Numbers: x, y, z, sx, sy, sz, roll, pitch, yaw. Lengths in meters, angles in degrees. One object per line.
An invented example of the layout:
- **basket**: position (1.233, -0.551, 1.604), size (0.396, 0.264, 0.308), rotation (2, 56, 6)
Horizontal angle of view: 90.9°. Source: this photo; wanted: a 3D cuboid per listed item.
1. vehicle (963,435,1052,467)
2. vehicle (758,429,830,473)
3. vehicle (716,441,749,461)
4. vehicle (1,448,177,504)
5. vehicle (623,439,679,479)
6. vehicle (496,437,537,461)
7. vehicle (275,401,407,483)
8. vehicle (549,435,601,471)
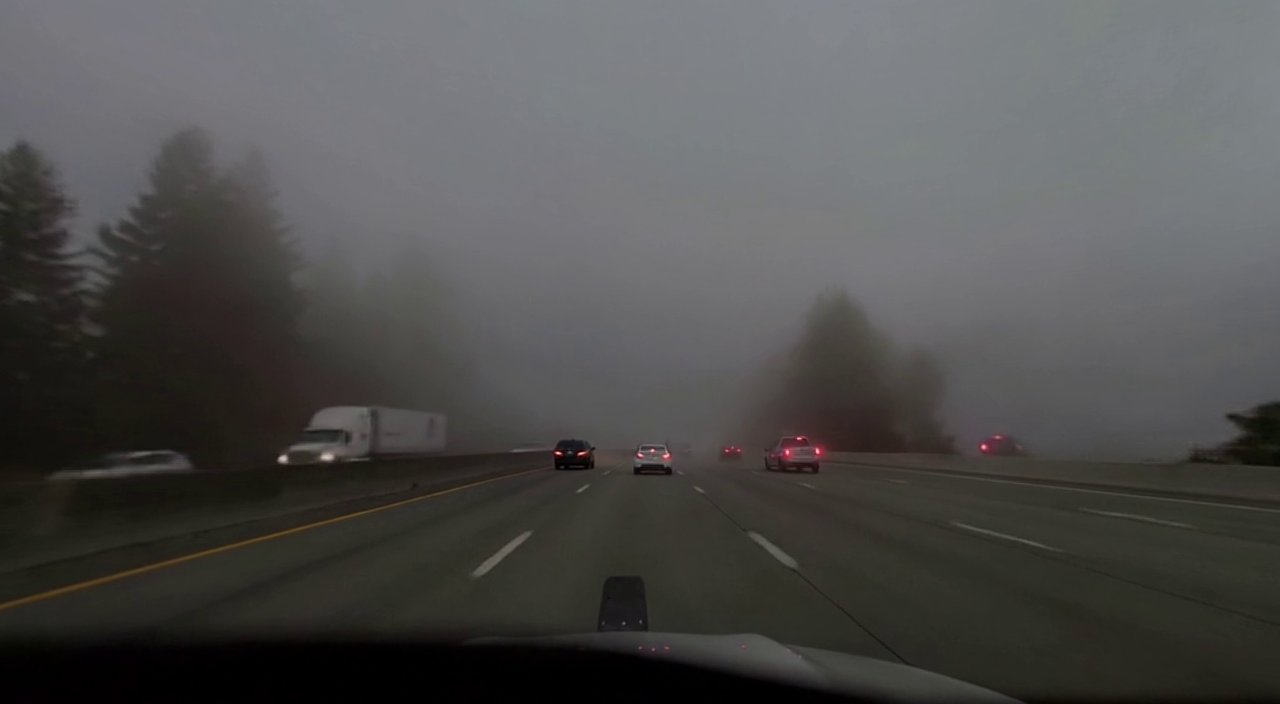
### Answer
- **vehicle**: position (20.731, 5.615, 35.862), size (1.912, 1.652, 4.601), rotation (1, -9, -6)
- **vehicle**: position (7.265, 4.752, 30.334), size (2.094, 1.916, 5.099), rotation (0, -9, 0)
- **vehicle**: position (7.270, 7.836, 49.967), size (1.894, 1.511, 4.148), rotation (0, -9, -1)
- **vehicle**: position (-19.596, 4.372, 22.801), size (1.973, 1.775, 4.772), rotation (0, -9, 1)
- **vehicle**: position (0.422, 4.328, 25.685), size (2.071, 1.464, 4.162), rotation (0, -9, 0)
- **vehicle**: position (-9.039, 7.148, 46.440), size (1.969, 1.668, 4.739), rotation (-1, -9, 1)
- **vehicle**: position (-15.979, 4.949, 34.696), size (3.004, 3.919, 8.546), rotation (0, -9, 0)
- **vehicle**: position (-3.286, 5.230, 32.731), size (2.140, 1.720, 4.410), rotation (0, -9, 1)
